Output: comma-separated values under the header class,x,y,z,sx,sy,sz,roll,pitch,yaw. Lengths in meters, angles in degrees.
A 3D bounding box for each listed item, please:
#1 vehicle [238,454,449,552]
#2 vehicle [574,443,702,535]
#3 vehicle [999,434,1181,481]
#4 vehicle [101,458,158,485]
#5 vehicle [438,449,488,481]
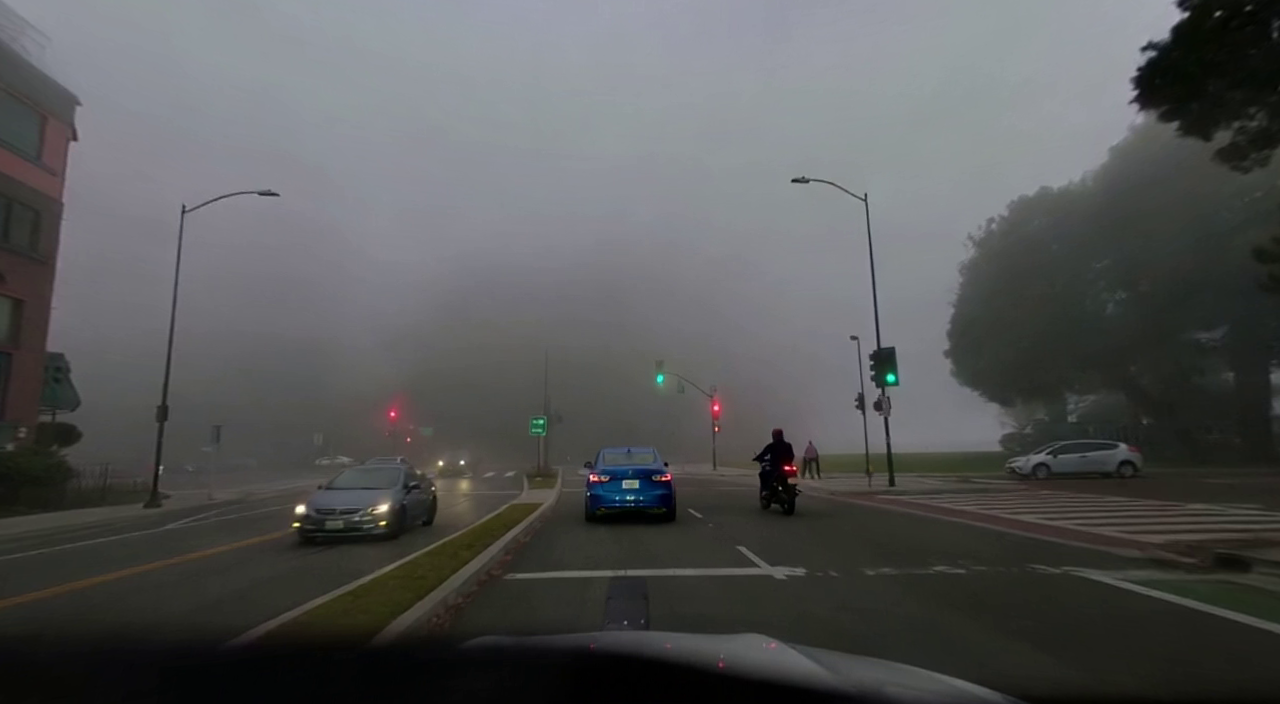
class,x,y,z,sx,sy,sz,roll,pitch,yaw
vehicle,-5.124,2.627,11.644,2.079,1.392,4.088,0,-9,-3
vehicle,-0.150,2.567,12.460,2.118,1.480,3.949,0,-9,-4
vehicle,15.794,3.748,22.533,5.007,1.479,1.866,-5,-10,30
vehicle,-37.541,8.735,46.273,4.653,1.795,2.163,-7,-11,39
vehicle,-10.247,6.540,36.749,1.993,1.692,4.226,0,-9,-4
